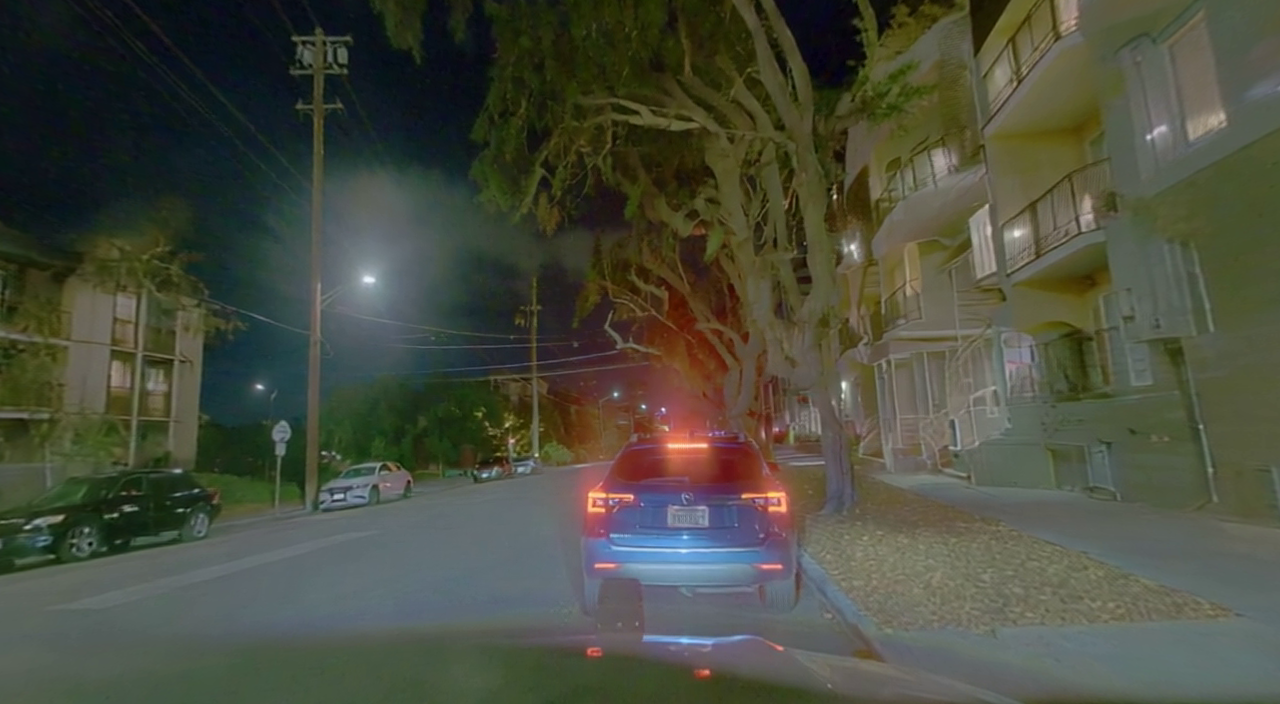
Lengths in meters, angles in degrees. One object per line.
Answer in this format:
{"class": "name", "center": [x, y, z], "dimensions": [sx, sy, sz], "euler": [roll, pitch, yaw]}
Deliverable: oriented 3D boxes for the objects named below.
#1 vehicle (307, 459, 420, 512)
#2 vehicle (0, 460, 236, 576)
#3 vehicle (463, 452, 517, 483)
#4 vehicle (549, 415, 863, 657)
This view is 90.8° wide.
{"class": "vehicle", "center": [-10.543, 5.073, 24.493], "dimensions": [2.017, 1.582, 4.664], "euler": [-7, -9, 4]}
{"class": "vehicle", "center": [-10.779, 3.228, 12.867], "dimensions": [2.068, 1.745, 4.579], "euler": [-7, -9, 1]}
{"class": "vehicle", "center": [-9.360, 7.200, 39.735], "dimensions": [2.011, 1.801, 4.676], "euler": [-1, -8, 3]}
{"class": "vehicle", "center": [0.593, 1.543, 6.530], "dimensions": [2.030, 1.535, 4.683], "euler": [-1, -8, 4]}
